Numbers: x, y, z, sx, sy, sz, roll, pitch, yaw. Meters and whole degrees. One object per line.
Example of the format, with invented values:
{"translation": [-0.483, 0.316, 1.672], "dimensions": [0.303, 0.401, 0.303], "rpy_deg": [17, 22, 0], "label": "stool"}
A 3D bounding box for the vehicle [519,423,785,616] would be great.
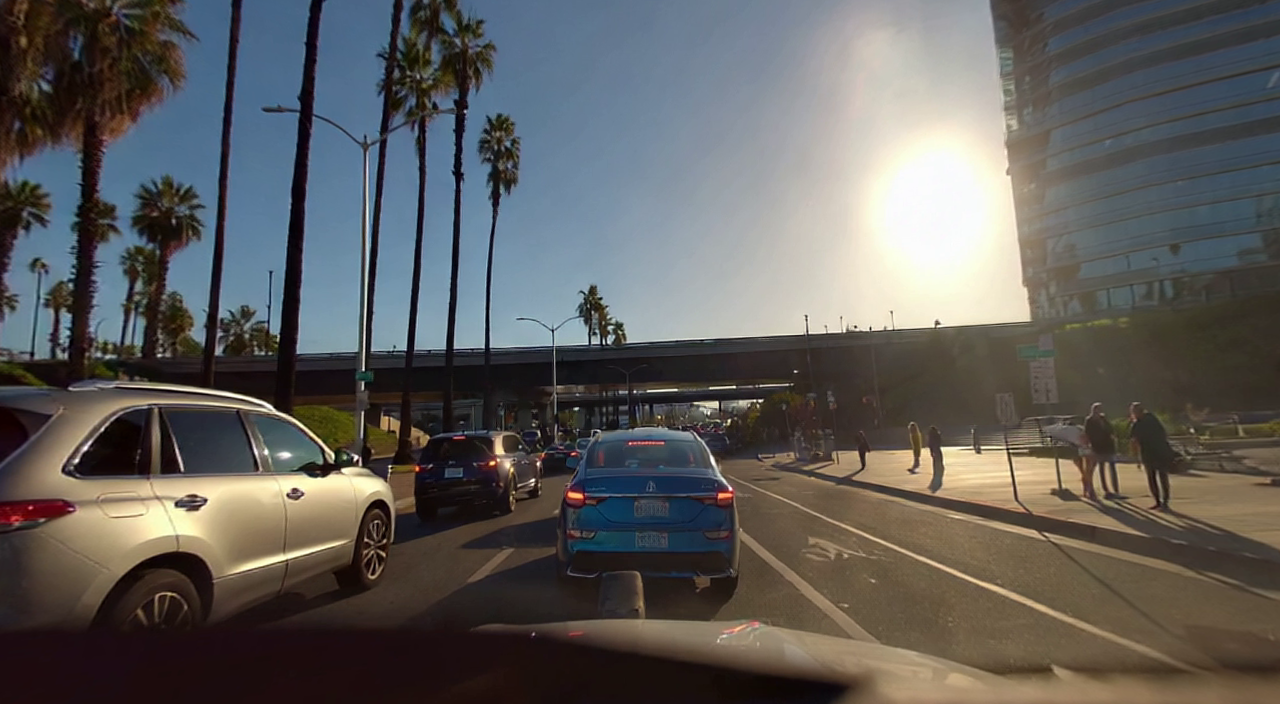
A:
{"translation": [0.082, 1.597, 6.974], "dimensions": [2.036, 1.461, 4.129], "rpy_deg": [0, -8, 0], "label": "vehicle"}

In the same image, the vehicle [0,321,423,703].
{"translation": [-3.259, 1.059, 4.186], "dimensions": [2.014, 1.740, 4.359], "rpy_deg": [0, -8, 1], "label": "vehicle"}

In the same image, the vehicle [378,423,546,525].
{"translation": [-3.198, 2.286, 12.323], "dimensions": [1.955, 1.637, 4.032], "rpy_deg": [0, -8, 2], "label": "vehicle"}
